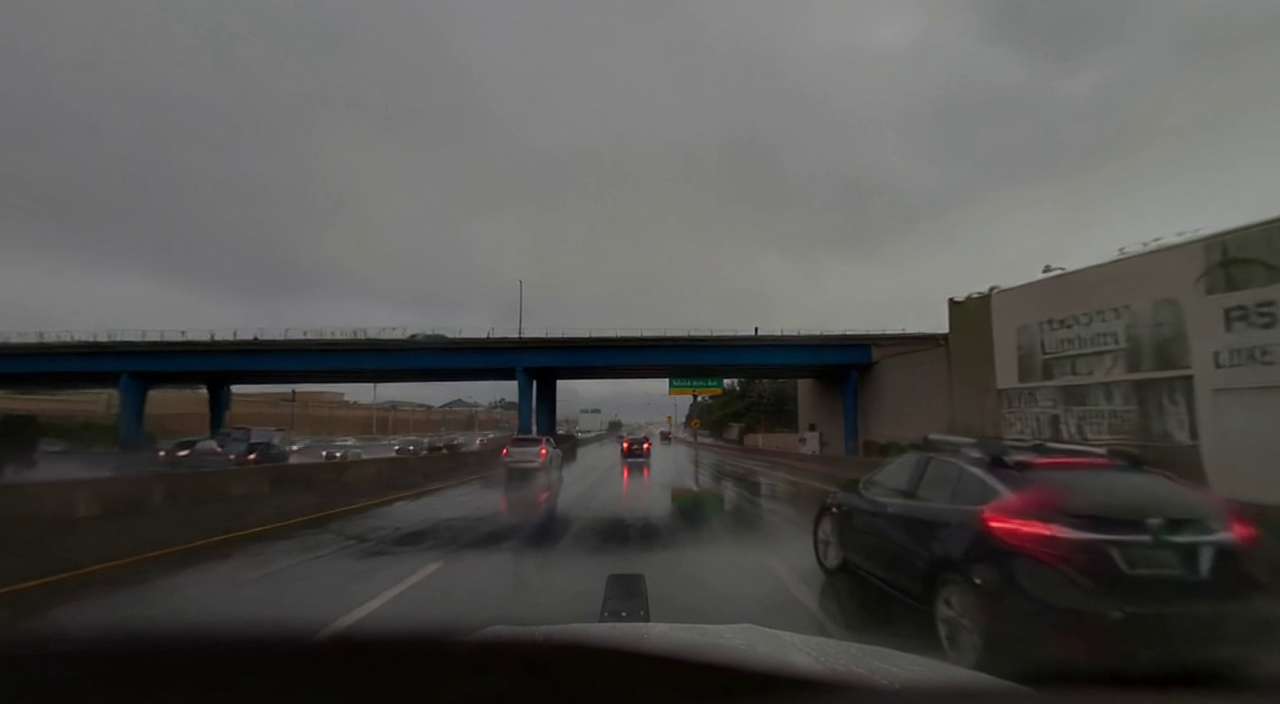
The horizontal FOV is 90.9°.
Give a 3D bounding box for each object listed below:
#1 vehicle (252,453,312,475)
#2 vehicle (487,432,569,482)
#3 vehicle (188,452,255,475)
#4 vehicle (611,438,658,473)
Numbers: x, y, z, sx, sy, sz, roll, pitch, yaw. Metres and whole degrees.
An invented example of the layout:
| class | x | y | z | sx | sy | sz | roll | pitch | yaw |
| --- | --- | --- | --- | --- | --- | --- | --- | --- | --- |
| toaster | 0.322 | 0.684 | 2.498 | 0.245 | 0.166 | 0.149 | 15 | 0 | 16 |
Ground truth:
| class | x | y | z | sx | sy | sz | roll | pitch | yaw |
| --- | --- | --- | --- | --- | --- | --- | --- | --- | --- |
| vehicle | -28.063 | 8.753 | 49.590 | 1.869 | 1.537 | 4.731 | 0 | -8 | 1 |
| vehicle | -3.857 | 3.695 | 22.547 | 2.064 | 1.589 | 4.213 | 0 | -8 | 1 |
| vehicle | -31.873 | 8.457 | 48.220 | 1.938 | 1.598 | 4.624 | 0 | -8 | 1 |
| vehicle | -0.201 | 4.387 | 27.028 | 1.877 | 1.386 | 3.872 | 0 | -8 | 0 |
